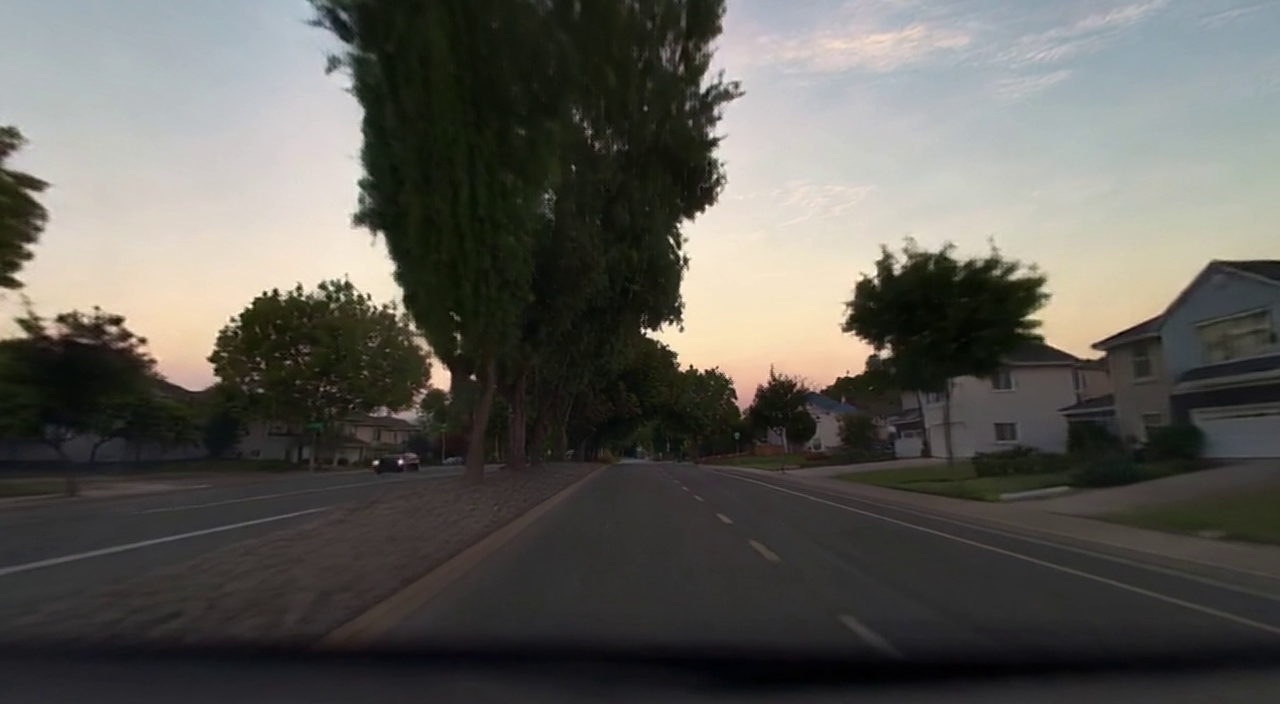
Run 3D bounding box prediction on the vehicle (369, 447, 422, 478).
[{"bbox_3d":[-12.690,5.746,33.068,2.068,1.502,4.643,2,-10,-15],"label":"vehicle"}]
